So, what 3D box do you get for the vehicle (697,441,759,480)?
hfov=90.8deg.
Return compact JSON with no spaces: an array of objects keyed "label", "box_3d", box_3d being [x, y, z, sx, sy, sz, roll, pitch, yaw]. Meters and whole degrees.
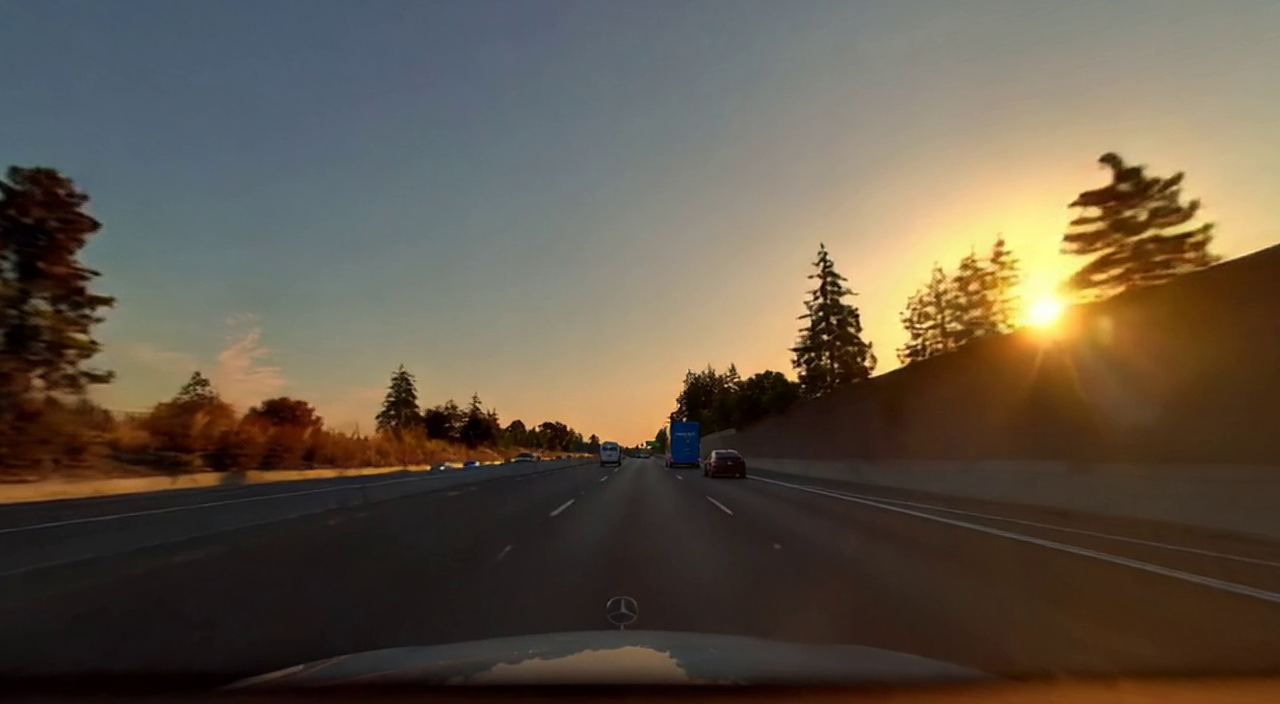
[{"label":"vehicle","box_3d":[3.900,4.891,28.669,2.066,1.638,4.158,0,-9,-2]}]
